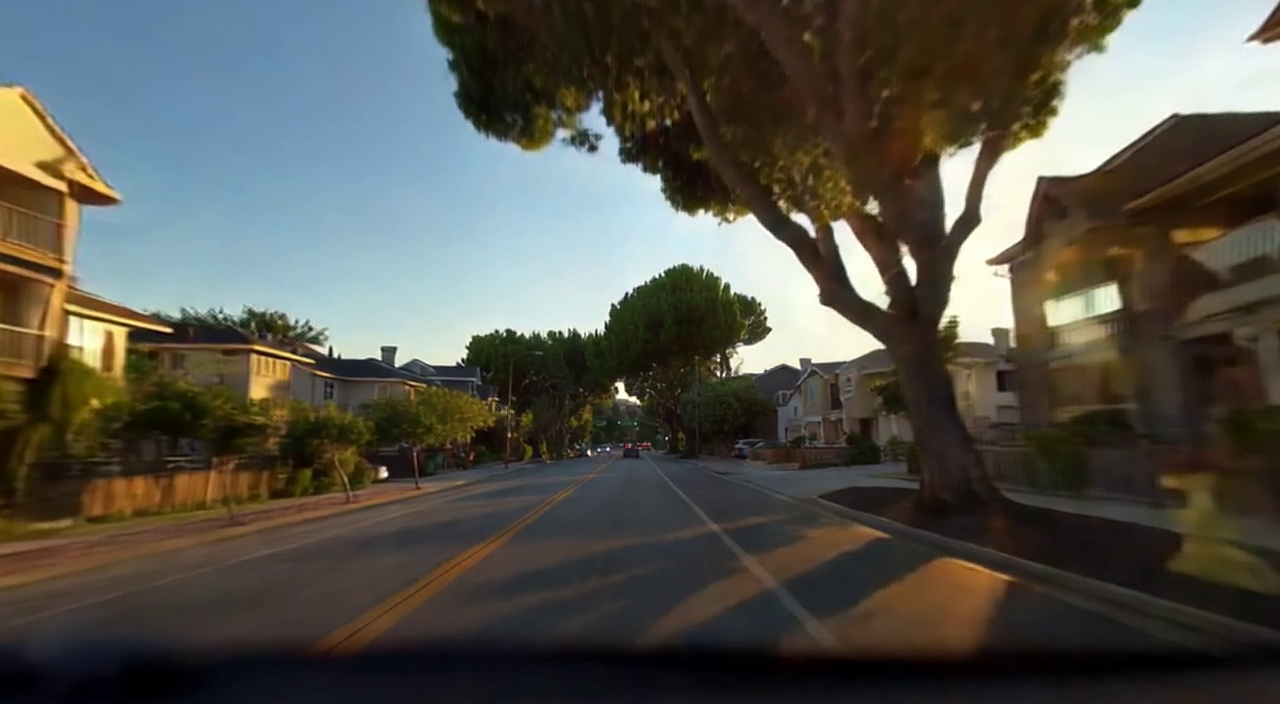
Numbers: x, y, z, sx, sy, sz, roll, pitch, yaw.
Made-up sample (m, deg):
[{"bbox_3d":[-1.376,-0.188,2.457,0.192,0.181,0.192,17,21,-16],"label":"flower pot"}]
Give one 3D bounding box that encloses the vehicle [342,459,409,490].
[{"bbox_3d":[-15.480,7.181,37.262,2.124,1.538,4.237,-1,-8,0],"label":"vehicle"}]
